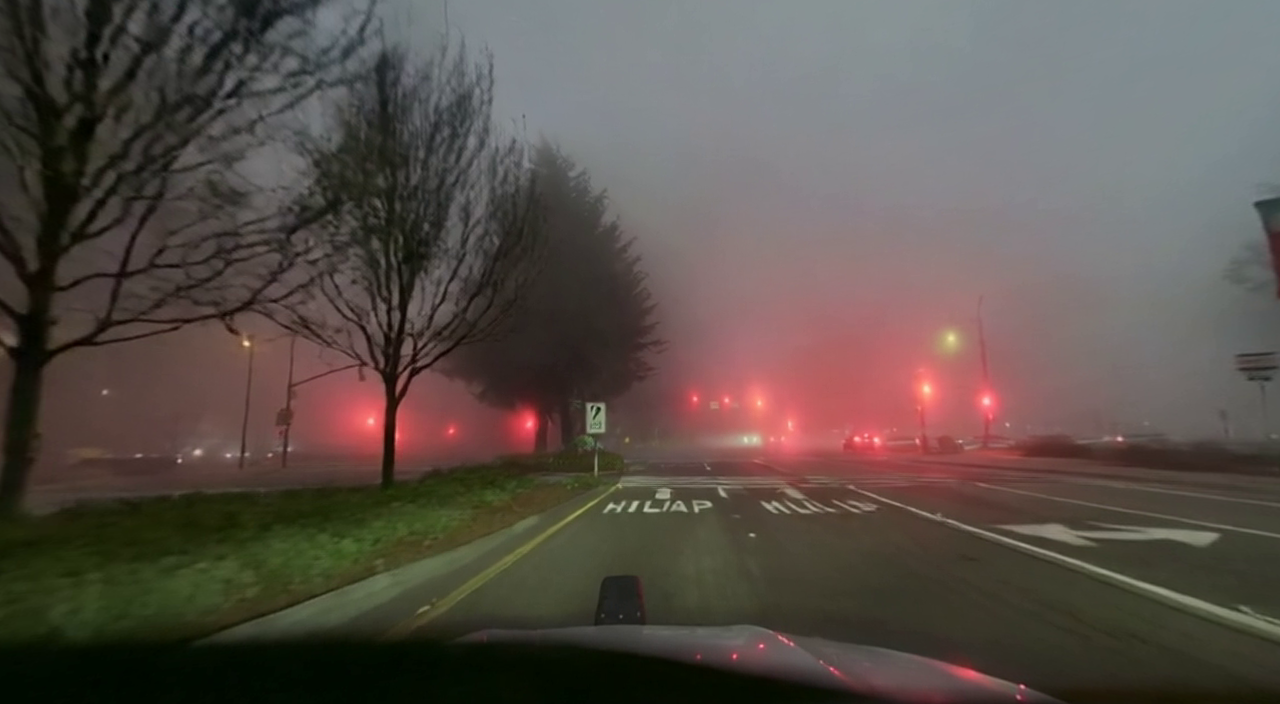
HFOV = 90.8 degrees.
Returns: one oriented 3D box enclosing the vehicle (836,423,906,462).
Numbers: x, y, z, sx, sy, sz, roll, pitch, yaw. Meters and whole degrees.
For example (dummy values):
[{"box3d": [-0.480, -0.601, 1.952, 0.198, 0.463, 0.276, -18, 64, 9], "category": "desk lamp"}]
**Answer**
[{"box3d": [12.011, 4.757, 33.209, 2.156, 1.881, 4.743, 0, -8, 4], "category": "vehicle"}]
